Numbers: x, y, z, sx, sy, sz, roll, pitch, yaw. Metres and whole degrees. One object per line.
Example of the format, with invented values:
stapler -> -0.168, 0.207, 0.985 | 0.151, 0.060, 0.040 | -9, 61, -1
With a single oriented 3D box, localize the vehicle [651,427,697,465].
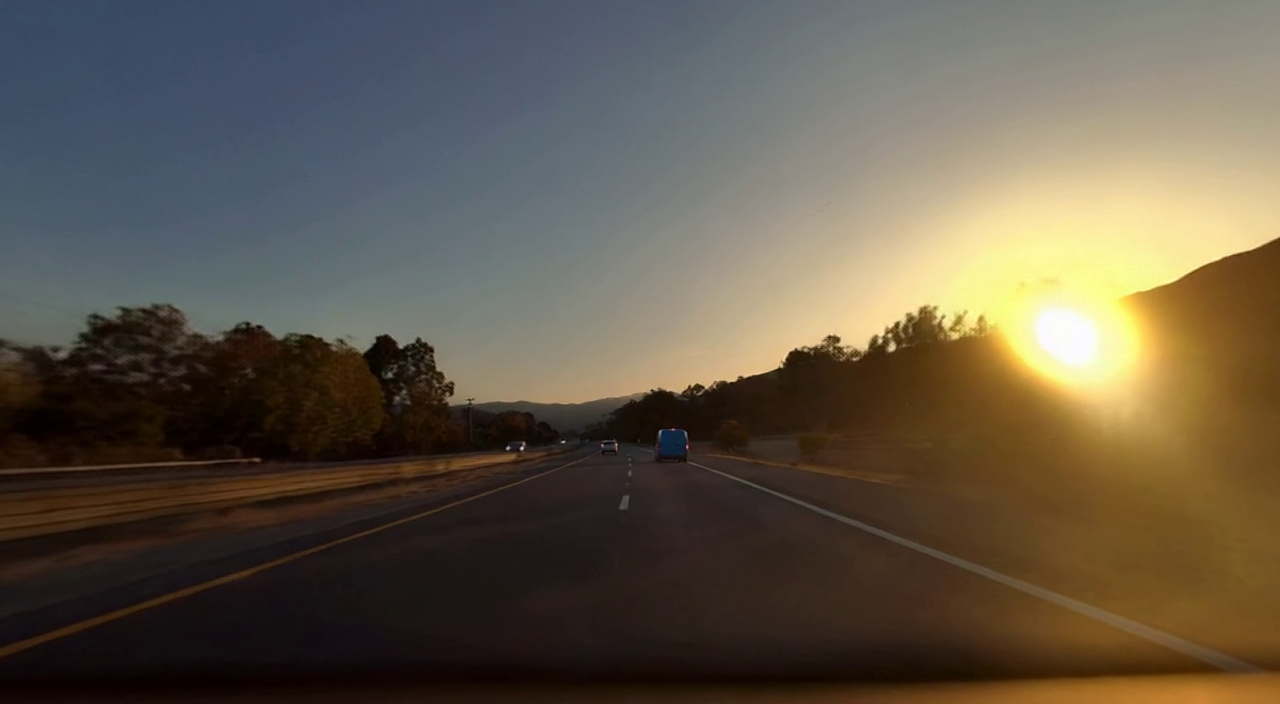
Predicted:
vehicle -> 1.939, 5.587, 37.479 | 2.269, 2.048, 4.679 | 0, -8, -2
